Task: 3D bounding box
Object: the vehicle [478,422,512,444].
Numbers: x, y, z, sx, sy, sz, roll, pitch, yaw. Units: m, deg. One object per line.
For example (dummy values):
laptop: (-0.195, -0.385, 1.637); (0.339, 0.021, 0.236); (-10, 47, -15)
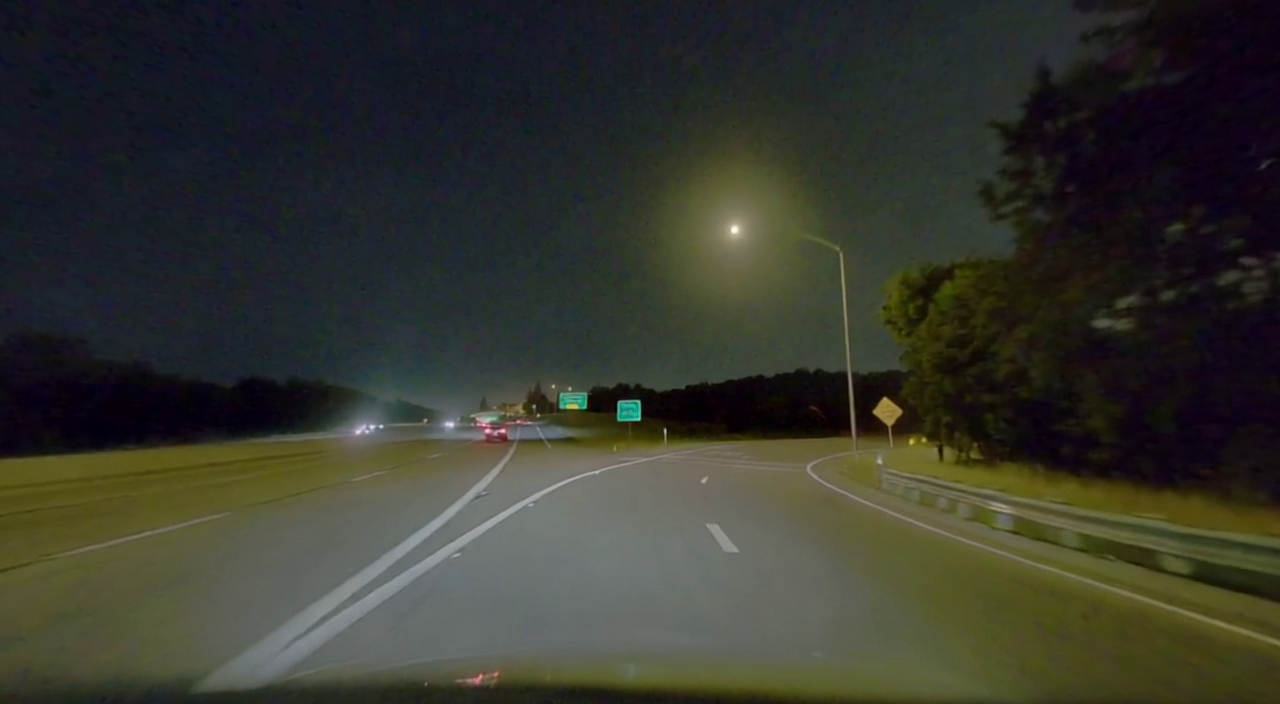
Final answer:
vehicle: (-10.457, 5.927, 45.867); (2.108, 1.472, 4.099); (2, -8, -9)
